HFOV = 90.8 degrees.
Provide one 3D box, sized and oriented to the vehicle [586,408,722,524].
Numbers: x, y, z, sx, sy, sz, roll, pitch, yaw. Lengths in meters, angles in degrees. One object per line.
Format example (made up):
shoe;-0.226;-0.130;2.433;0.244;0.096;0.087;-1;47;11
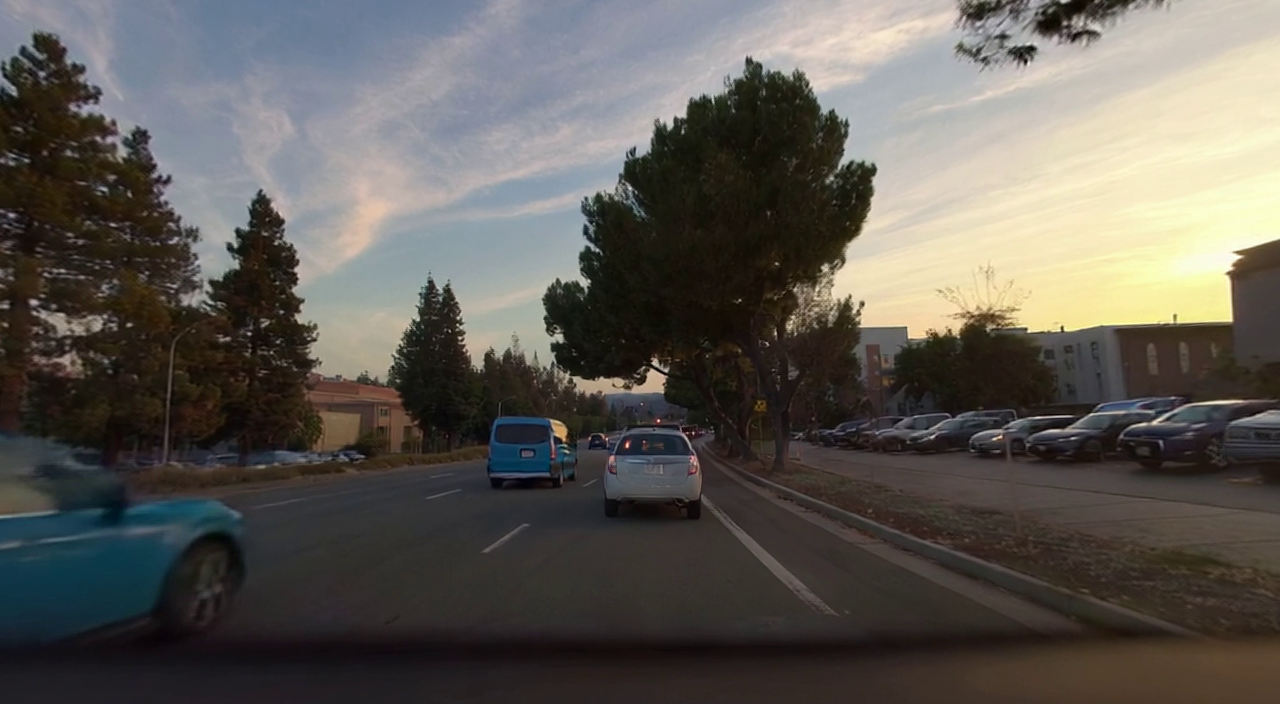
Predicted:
vehicle;0.307;2.139;12.279;2.173;1.830;4.189;0;-9;2

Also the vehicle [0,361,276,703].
vehicle;-3.937;0.881;2.647;2.116;1.714;4.757;0;-9;-2

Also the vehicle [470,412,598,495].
vehicle;-2.880;2.995;18.823;2.486;2.074;5.456;-1;-9;4
